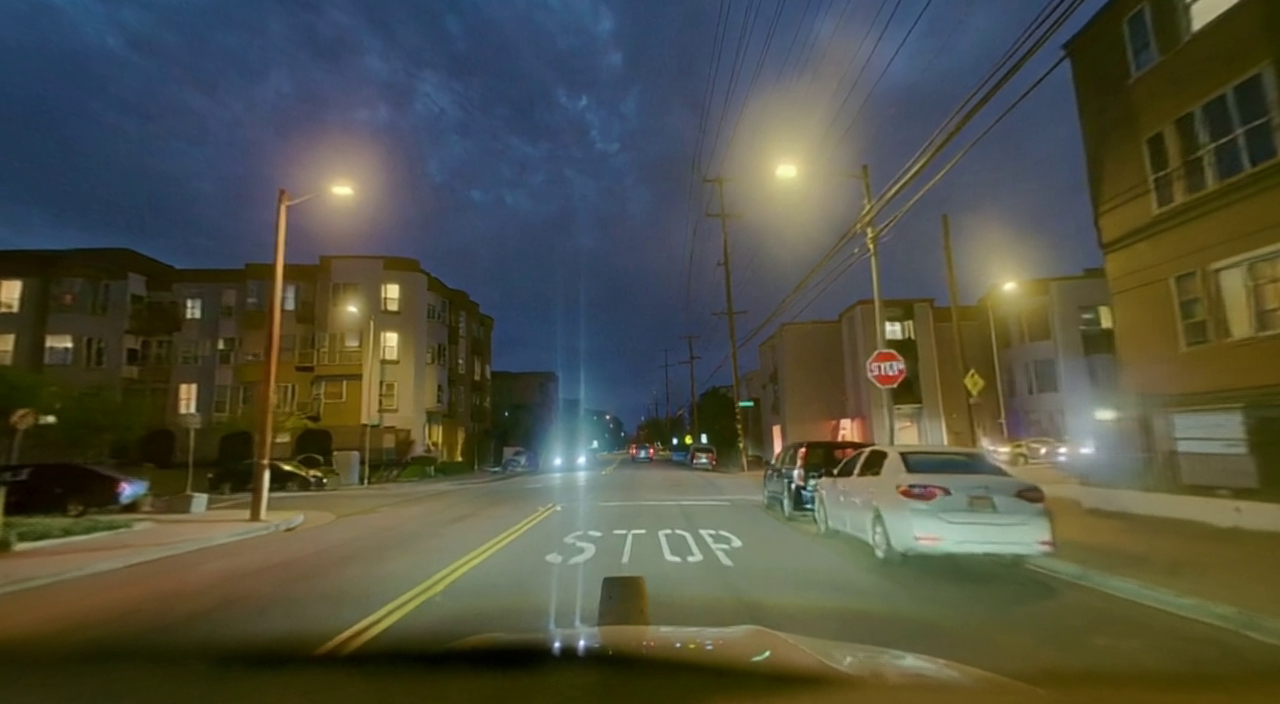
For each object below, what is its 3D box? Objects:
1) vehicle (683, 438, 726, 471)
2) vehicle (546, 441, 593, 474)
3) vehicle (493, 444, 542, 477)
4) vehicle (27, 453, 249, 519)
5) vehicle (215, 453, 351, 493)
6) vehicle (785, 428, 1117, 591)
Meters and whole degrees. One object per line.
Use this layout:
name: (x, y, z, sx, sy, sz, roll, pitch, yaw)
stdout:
vehicle: (3.868, 6.275, 38.695, 2.164, 1.721, 4.416, -4, -9, 1)
vehicle: (-4.169, 6.359, 38.117, 2.201, 1.801, 4.750, -1, -9, 2)
vehicle: (-7.531, 6.692, 39.147, 2.140, 1.874, 4.475, -1, -9, 0)
vehicle: (-16.429, 4.383, 20.889, 5.392, 1.808, 2.324, -3, -9, 1)
vehicle: (-17.144, 5.817, 30.462, 5.354, 1.773, 1.991, -1, -9, 0)
vehicle: (3.474, 1.841, 8.285, 1.888, 1.495, 4.567, 0, -9, -2)
